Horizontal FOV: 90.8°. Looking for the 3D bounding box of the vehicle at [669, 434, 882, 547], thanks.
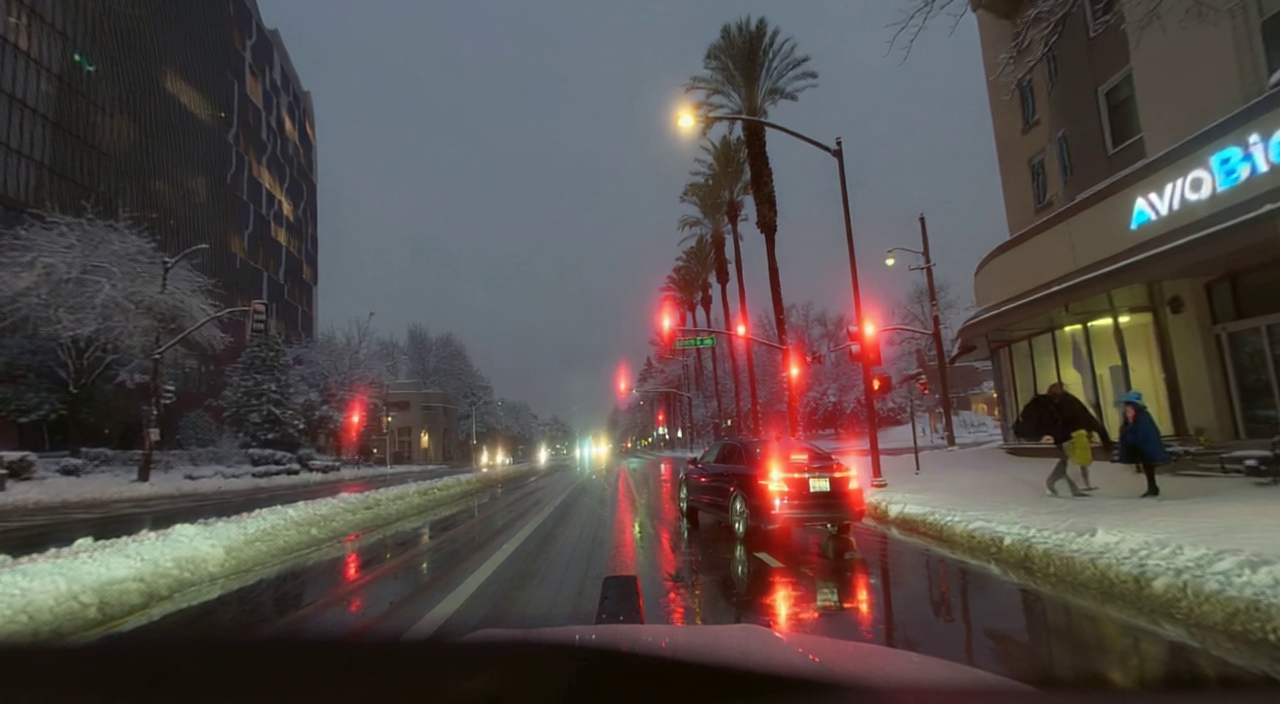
[{"bbox_3d":[1.944,2.183,10.820,2.090,1.466,4.676,1,-8,-7],"label":"vehicle"}]
